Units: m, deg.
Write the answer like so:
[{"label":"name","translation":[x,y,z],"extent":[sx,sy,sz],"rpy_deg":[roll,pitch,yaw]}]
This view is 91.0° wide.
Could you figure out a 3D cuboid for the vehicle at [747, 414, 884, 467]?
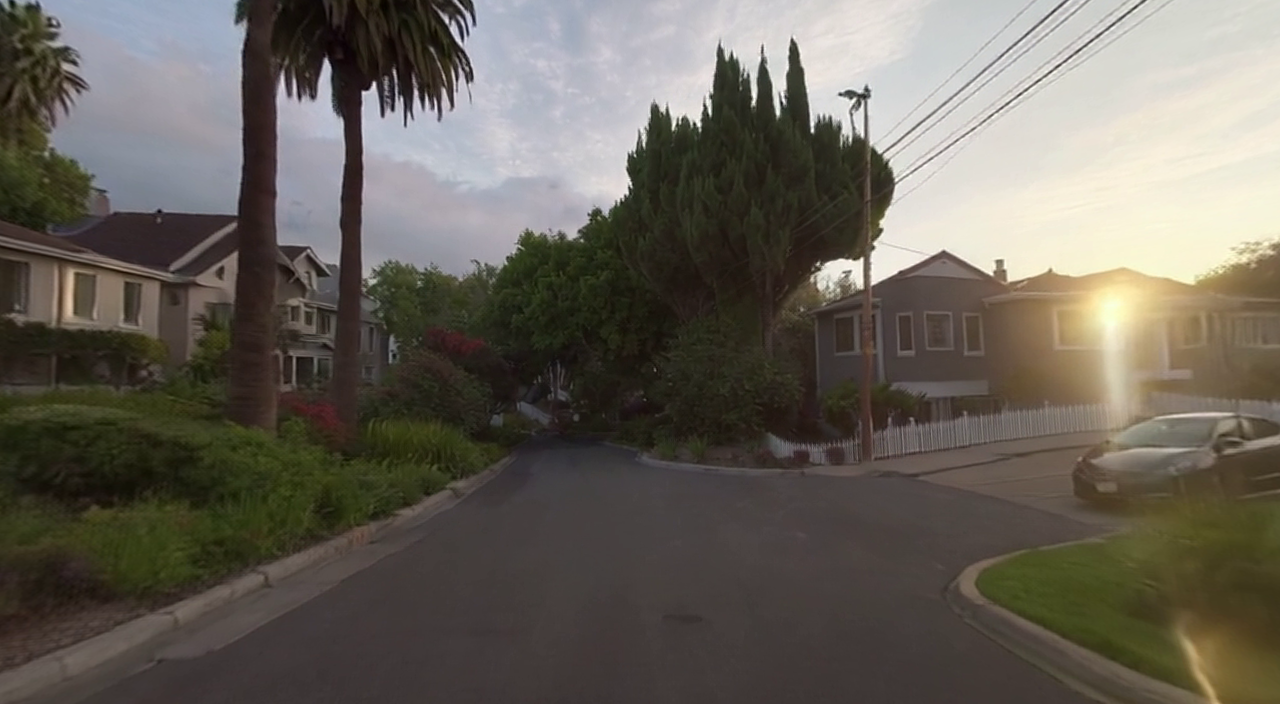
[{"label":"vehicle","translation":[7.630,3.893,27.314],"extent":[5.663,1.913,2.170],"rpy_deg":[7,-10,-25]}]

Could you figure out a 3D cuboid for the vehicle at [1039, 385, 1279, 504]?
[{"label":"vehicle","translation":[10.522,1.835,12.089],"extent":[4.443,1.948,2.230],"rpy_deg":[3,-12,-16]}]
